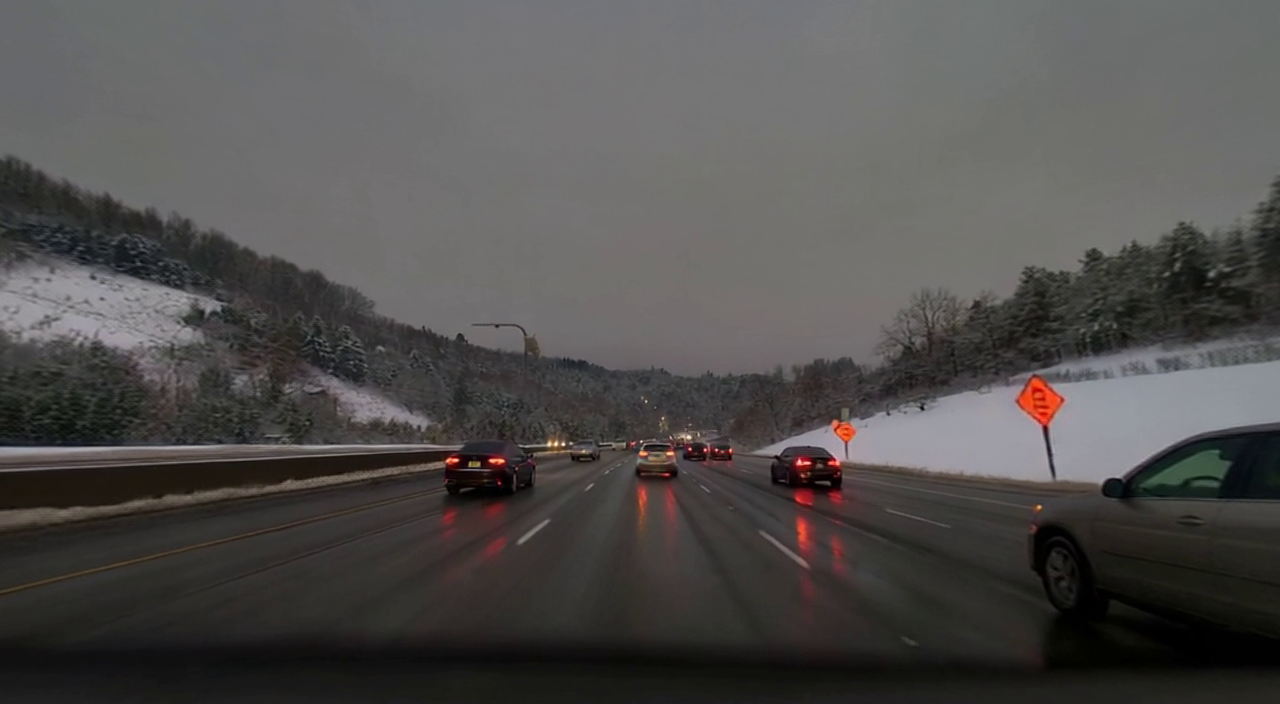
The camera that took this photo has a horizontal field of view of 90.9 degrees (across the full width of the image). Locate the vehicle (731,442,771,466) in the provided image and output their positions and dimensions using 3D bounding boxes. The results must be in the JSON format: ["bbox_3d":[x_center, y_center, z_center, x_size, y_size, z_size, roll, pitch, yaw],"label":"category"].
[{"bbox_3d":[8.170,7.520,46.832,2.042,1.684,4.609,0,-8,0],"label":"vehicle"}]

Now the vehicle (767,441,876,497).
[{"bbox_3d":[5.263,3.413,18.916,1.867,1.465,4.093,0,-8,-3],"label":"vehicle"}]

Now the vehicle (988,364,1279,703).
[{"bbox_3d":[3.848,0.885,2.743,2.018,1.670,4.658,0,-8,0],"label":"vehicle"}]

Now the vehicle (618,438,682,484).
[{"bbox_3d":[0.340,3.935,23.121,2.138,1.473,4.392,0,-8,0],"label":"vehicle"}]

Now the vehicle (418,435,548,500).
[{"bbox_3d":[-3.834,2.905,16.296,2.232,1.438,4.163,0,-8,1],"label":"vehicle"}]

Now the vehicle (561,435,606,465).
[{"bbox_3d":[-3.289,5.817,37.665,2.234,1.675,4.527,0,-8,1],"label":"vehicle"}]

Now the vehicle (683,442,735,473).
[{"bbox_3d":[3.505,5.408,32.617,2.177,1.453,4.205,0,-8,0],"label":"vehicle"}]
